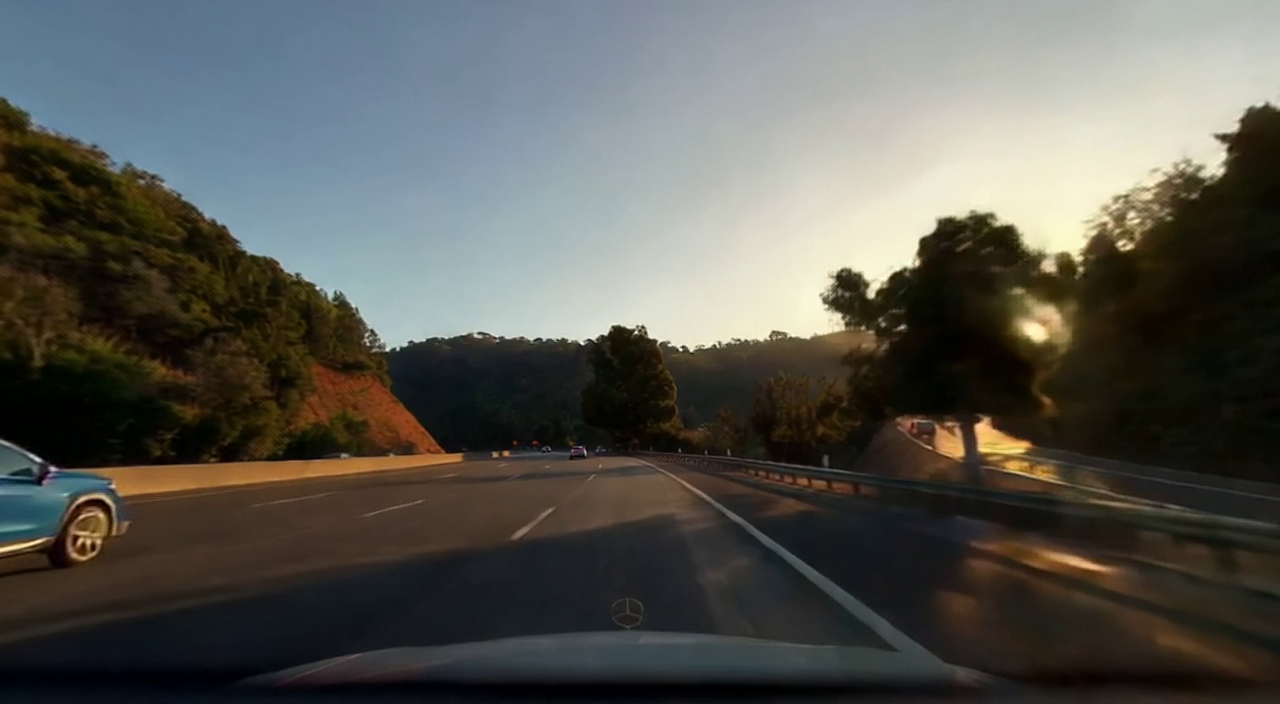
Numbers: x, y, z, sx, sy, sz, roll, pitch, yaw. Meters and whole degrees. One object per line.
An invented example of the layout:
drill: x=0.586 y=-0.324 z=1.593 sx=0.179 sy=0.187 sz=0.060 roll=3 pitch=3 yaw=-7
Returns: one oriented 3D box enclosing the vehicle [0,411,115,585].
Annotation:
vehicle: x=-7.386 y=1.308 z=5.265 sx=2.046 sy=1.712 sz=4.533 roll=0 pitch=-8 yaw=0
